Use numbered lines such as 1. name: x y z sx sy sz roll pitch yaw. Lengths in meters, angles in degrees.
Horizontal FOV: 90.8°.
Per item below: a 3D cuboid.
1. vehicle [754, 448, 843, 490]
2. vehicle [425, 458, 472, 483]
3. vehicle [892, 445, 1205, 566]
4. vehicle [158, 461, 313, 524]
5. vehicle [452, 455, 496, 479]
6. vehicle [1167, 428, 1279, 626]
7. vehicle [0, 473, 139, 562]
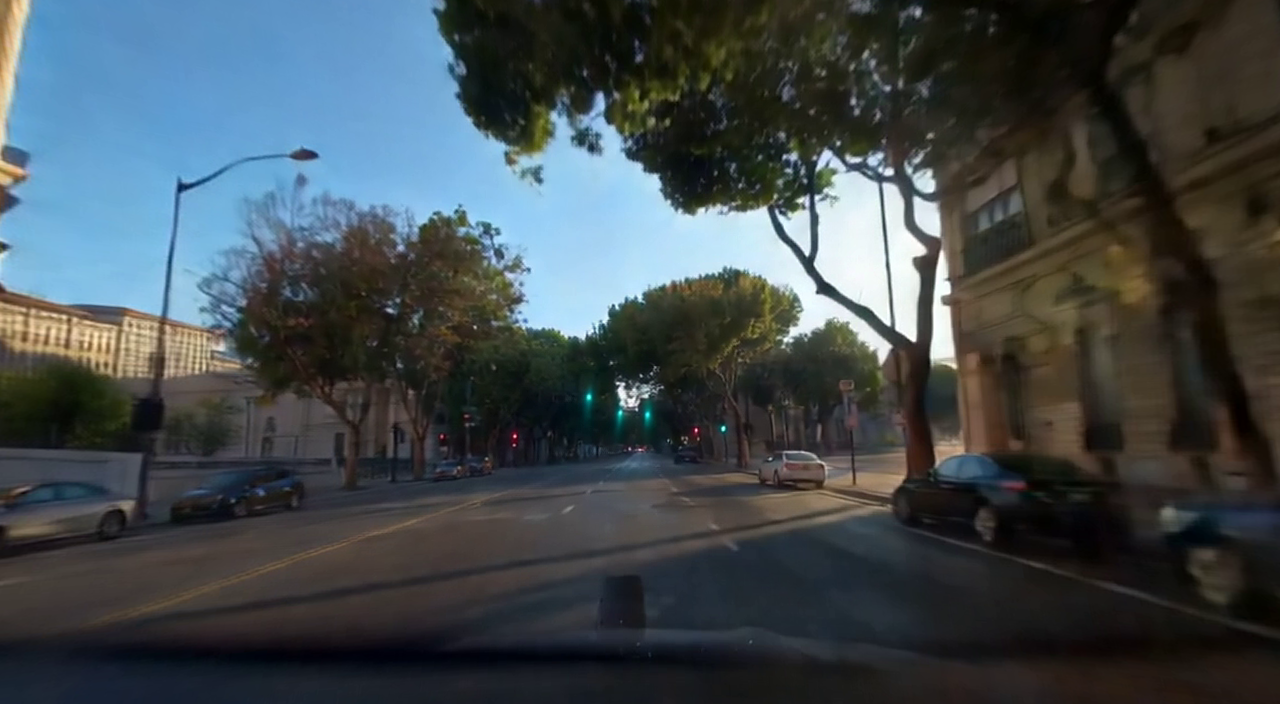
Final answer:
1. vehicle: 5.997 4.456 24.556 2.091 1.445 4.678 0 -9 -2
2. vehicle: -12.676 7.887 42.159 1.767 1.455 4.389 0 -9 0
3. vehicle: 5.816 2.176 9.847 1.869 1.430 4.365 0 -9 -1
4. vehicle: -12.614 4.352 20.163 1.911 1.558 4.793 -3 -9 -2
5. vehicle: -12.889 8.919 49.387 2.011 1.668 5.474 0 -9 0
6. vehicle: 5.843 1.123 3.434 1.849 1.491 4.626 0 -8 -2
7. vehicle: -12.611 3.251 12.539 1.828 1.462 4.421 0 -9 -2
